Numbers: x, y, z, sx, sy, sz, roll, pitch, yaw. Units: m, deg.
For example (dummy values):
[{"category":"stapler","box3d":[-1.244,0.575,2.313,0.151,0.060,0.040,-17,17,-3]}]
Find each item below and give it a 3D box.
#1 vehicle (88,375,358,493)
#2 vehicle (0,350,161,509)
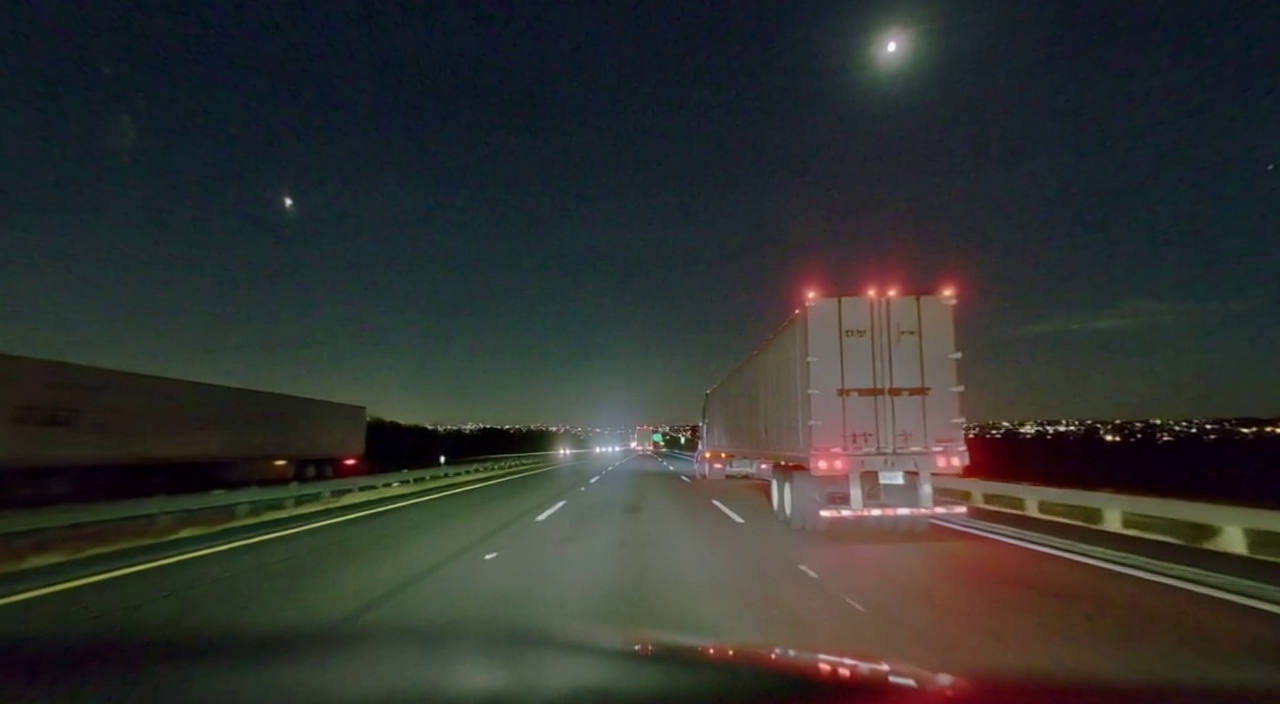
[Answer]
[{"category":"vehicle","box3d":[-17.479,3.858,28.786,2.840,4.054,14.000,0,-9,0]},{"category":"vehicle","box3d":[-17.457,1.918,15.668,2.964,3.929,10.326,0,-9,0]}]
